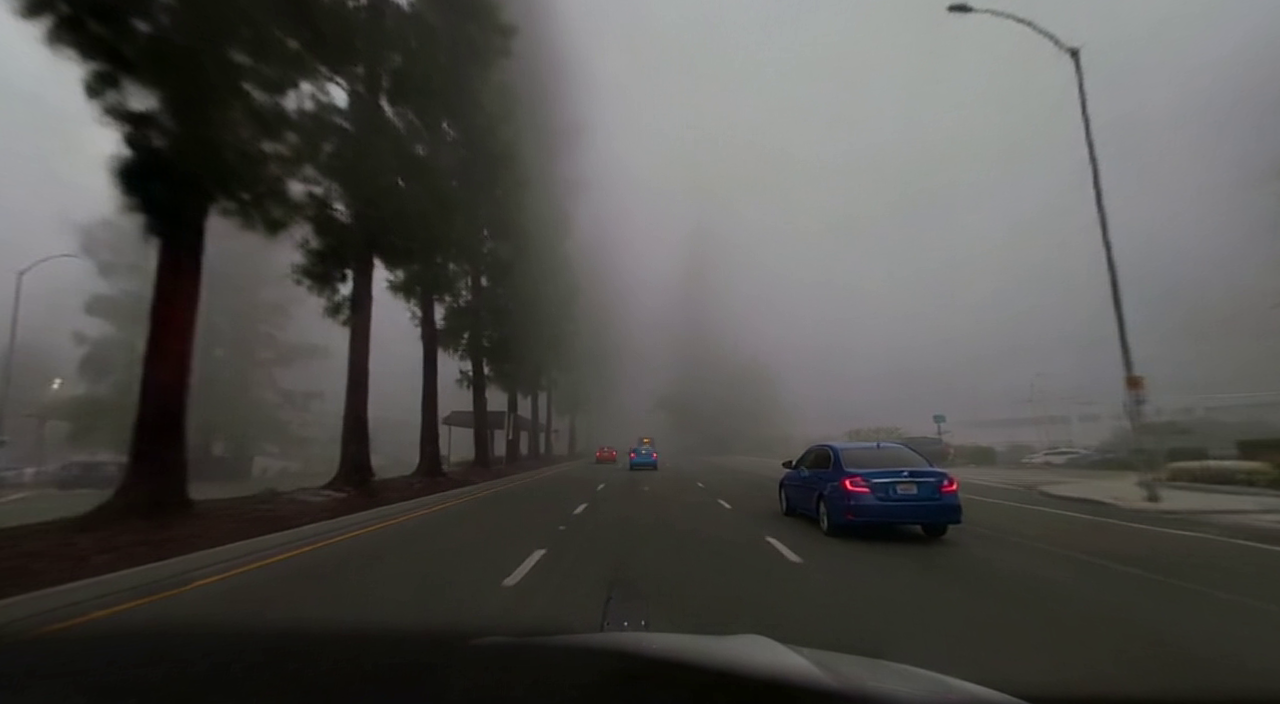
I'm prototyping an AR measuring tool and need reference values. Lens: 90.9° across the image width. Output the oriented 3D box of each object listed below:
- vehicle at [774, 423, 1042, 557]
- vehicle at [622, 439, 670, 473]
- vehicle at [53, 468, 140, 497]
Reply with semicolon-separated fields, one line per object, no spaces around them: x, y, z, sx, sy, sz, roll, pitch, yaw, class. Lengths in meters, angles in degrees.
3.532;1.890;9.415;2.067;1.497;4.327;0;-8;0;vehicle
0.268;4.960;30.275;2.144;1.505;4.128;0;-8;0;vehicle
-31.946;7.608;37.027;4.557;1.468;1.938;-4;-9;23;vehicle
